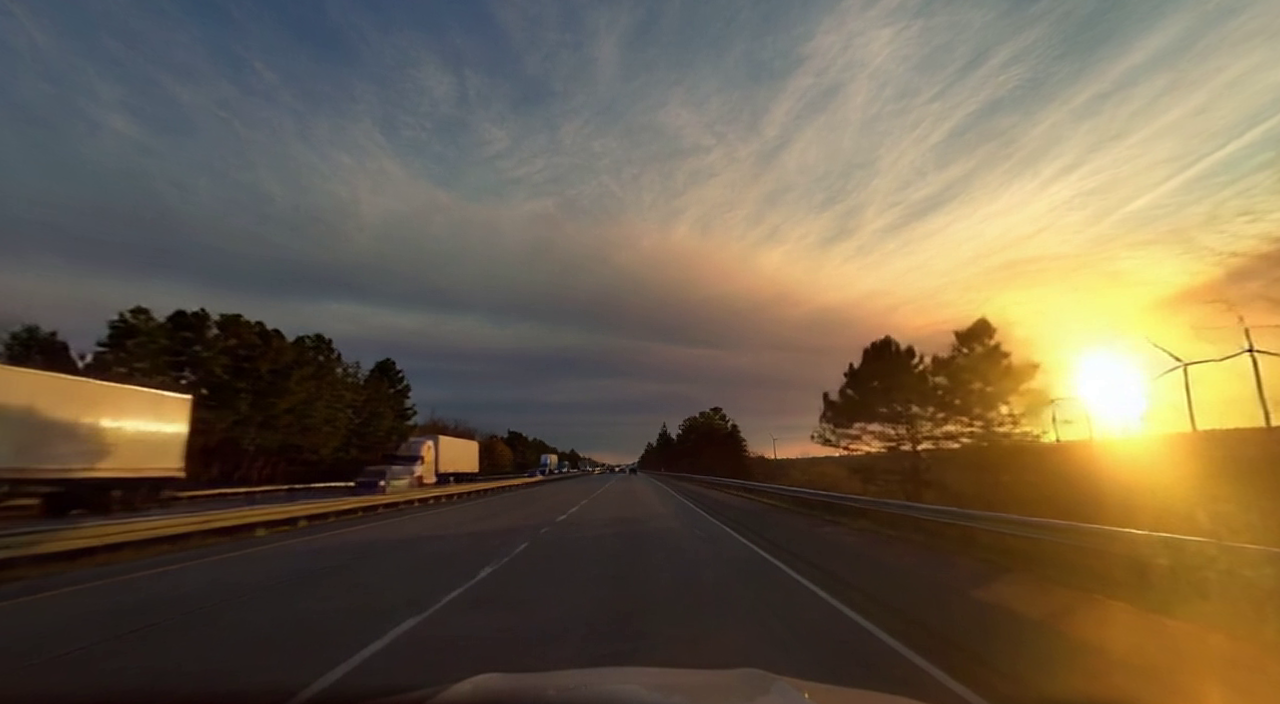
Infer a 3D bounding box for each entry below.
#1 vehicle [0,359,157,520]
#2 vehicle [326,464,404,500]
[{"bbox_3d":[-16.710,1.643,12.713,2.814,3.790,14.222,1,-10,-1],"label":"vehicle"},{"bbox_3d":[-12.430,5.888,28.737,1.734,1.516,4.031,1,-10,0],"label":"vehicle"}]
